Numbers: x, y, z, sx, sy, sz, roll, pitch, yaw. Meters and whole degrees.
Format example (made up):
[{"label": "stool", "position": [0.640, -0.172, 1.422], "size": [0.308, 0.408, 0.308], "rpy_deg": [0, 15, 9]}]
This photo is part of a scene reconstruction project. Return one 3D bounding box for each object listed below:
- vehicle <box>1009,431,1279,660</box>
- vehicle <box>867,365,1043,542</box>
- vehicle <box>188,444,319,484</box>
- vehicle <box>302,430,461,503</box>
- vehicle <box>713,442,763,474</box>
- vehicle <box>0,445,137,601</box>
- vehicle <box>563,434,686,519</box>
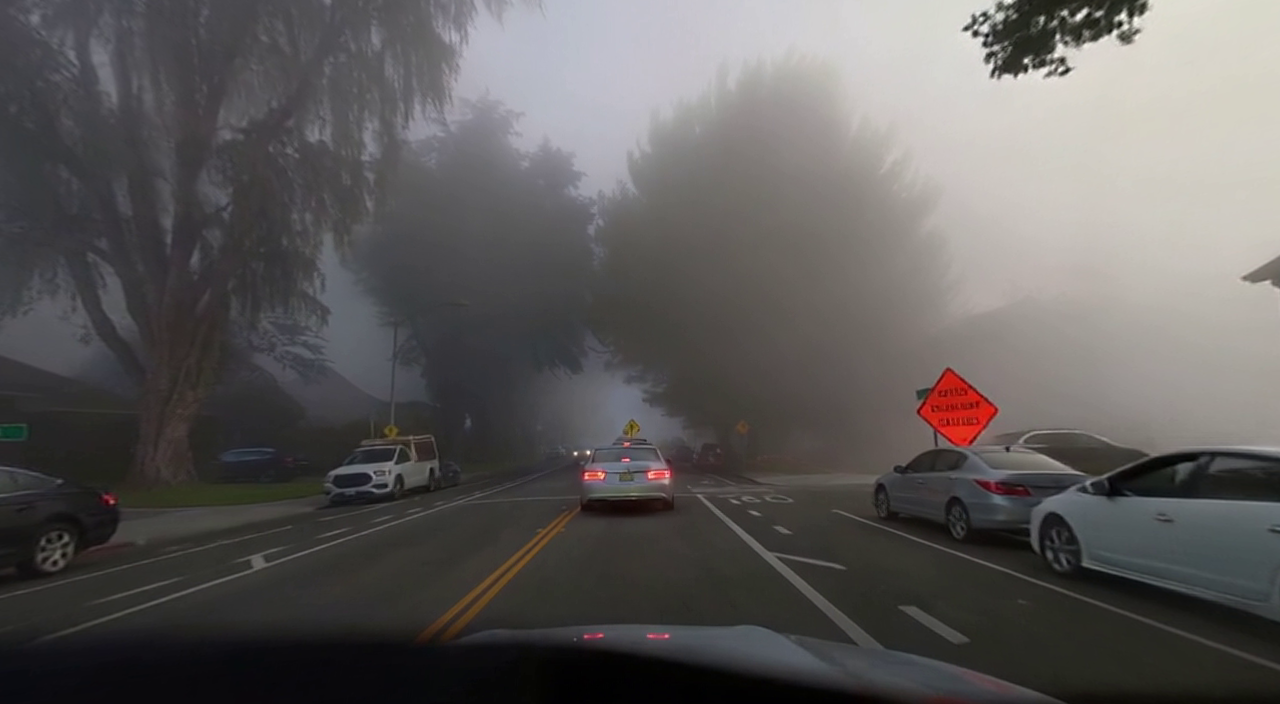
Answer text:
[{"label": "vehicle", "position": [5.108, 1.355, 4.711], "size": [1.864, 1.480, 4.587], "rpy_deg": [0, -8, -1]}, {"label": "vehicle", "position": [5.265, 1.719, 10.923], "size": [1.409, 2.648, 2.645], "rpy_deg": [0, -9, -4]}, {"label": "vehicle", "position": [-16.649, 4.841, 27.286], "size": [4.468, 1.517, 1.796], "rpy_deg": [-1, -9, -2]}, {"label": "vehicle", "position": [-8.156, 3.677, 20.797], "size": [2.659, 2.047, 6.014], "rpy_deg": [0, -9, 1]}, {"label": "vehicle", "position": [4.911, 5.367, 32.068], "size": [1.985, 1.481, 4.116], "rpy_deg": [0, -8, 1]}, {"label": "vehicle", "position": [-7.961, 1.798, 6.399], "size": [2.036, 1.676, 4.440], "rpy_deg": [0, -8, -1]}, {"label": "vehicle", "position": [-0.248, 2.491, 13.124], "size": [2.151, 1.481, 4.084], "rpy_deg": [0, -8, 1]}]
